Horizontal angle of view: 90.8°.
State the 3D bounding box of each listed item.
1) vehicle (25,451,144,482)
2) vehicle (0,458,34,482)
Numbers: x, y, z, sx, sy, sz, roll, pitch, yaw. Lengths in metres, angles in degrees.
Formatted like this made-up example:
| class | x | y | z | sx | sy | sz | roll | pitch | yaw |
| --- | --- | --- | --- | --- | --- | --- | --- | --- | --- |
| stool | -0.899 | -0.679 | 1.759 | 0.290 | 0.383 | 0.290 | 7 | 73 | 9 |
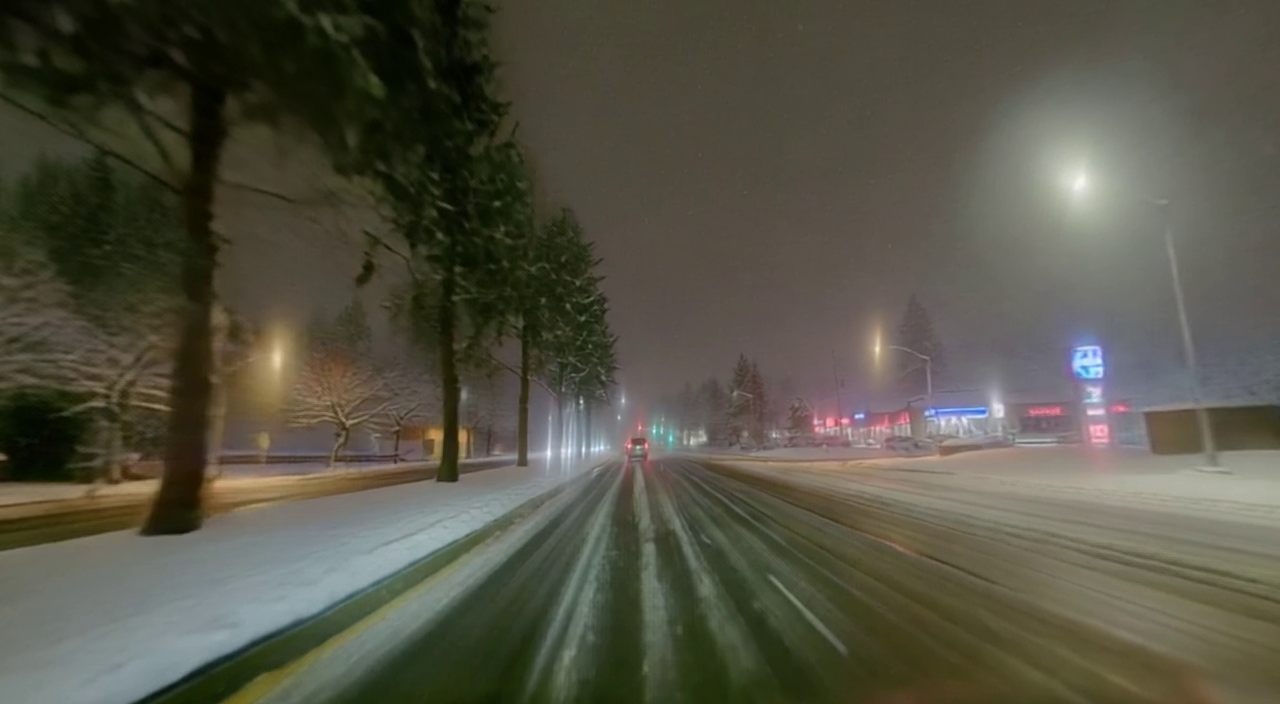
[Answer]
| class | x | y | z | sx | sy | sz | roll | pitch | yaw |
| --- | --- | --- | --- | --- | --- | --- | --- | --- | --- |
| vehicle | -29.690 | 6.101 | 33.888 | 4.408 | 1.568 | 2.052 | 0 | -9 | 0 |
| vehicle | -41.721 | 7.780 | 41.578 | 4.398 | 1.444 | 2.145 | -10 | -12 | 40 |
